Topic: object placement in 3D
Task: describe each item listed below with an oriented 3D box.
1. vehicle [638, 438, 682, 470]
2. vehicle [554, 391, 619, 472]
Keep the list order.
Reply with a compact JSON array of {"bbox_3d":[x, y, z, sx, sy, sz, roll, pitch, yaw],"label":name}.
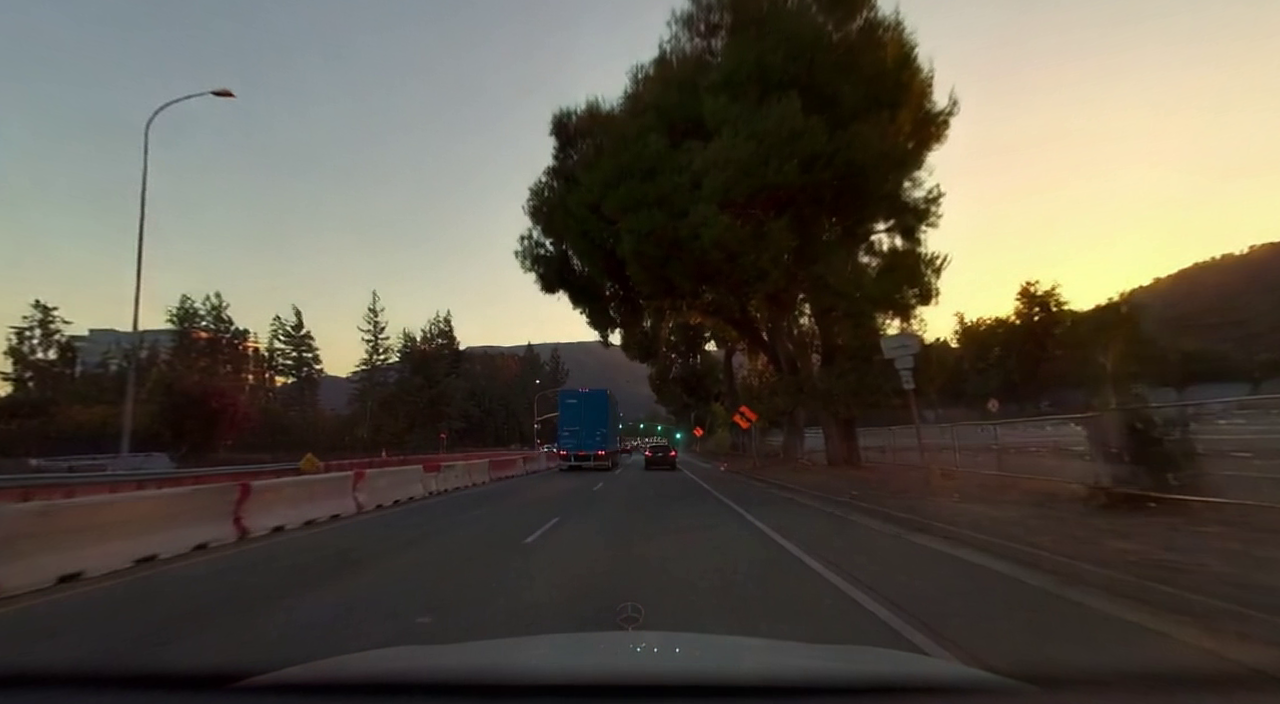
[{"bbox_3d":[1.079,5.782,35.817,2.304,1.675,4.462,0,-8,0],"label":"vehicle"},{"bbox_3d":[-3.007,5.196,40.199,2.906,4.115,15.715,-1,-8,0],"label":"vehicle"}]
